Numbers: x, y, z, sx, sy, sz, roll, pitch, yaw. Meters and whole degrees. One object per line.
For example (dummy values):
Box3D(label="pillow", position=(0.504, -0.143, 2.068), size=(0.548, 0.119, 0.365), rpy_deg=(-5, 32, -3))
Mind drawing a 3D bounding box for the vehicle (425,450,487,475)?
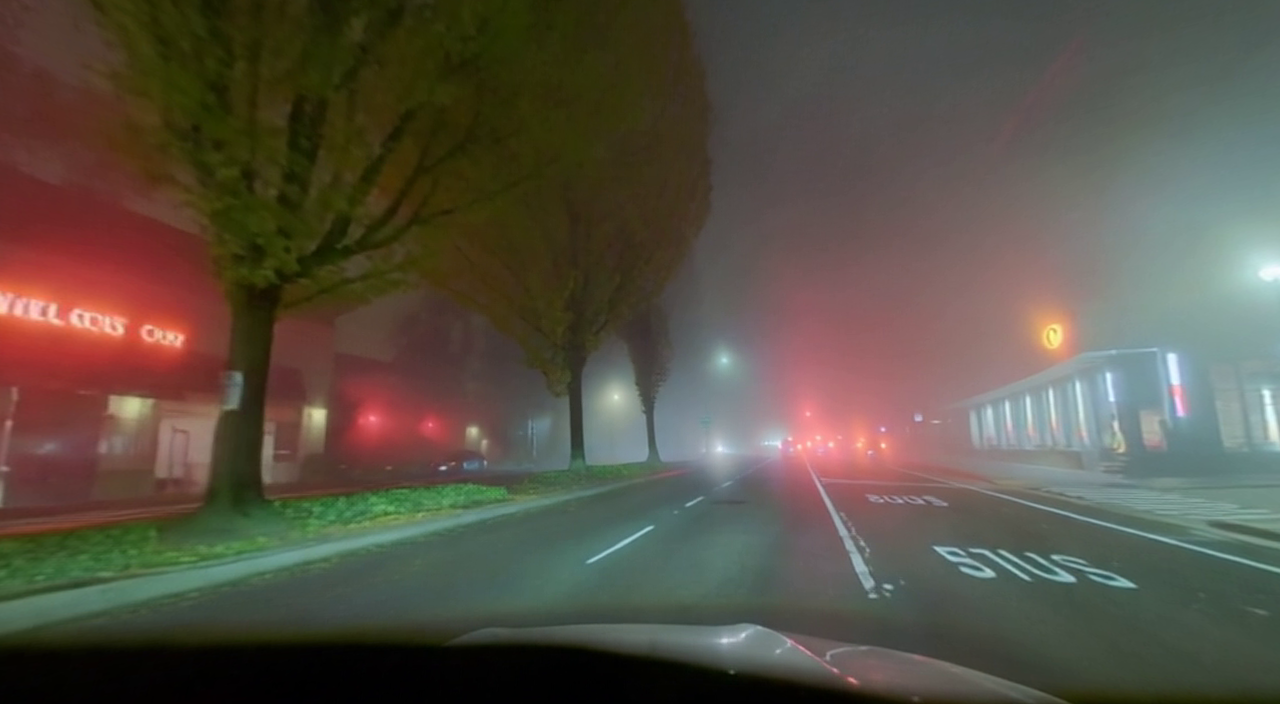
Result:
Box3D(label="vehicle", position=(-11.748, 7.052, 40.657), size=(1.840, 1.440, 4.442), rpy_deg=(-4, -9, 15))
